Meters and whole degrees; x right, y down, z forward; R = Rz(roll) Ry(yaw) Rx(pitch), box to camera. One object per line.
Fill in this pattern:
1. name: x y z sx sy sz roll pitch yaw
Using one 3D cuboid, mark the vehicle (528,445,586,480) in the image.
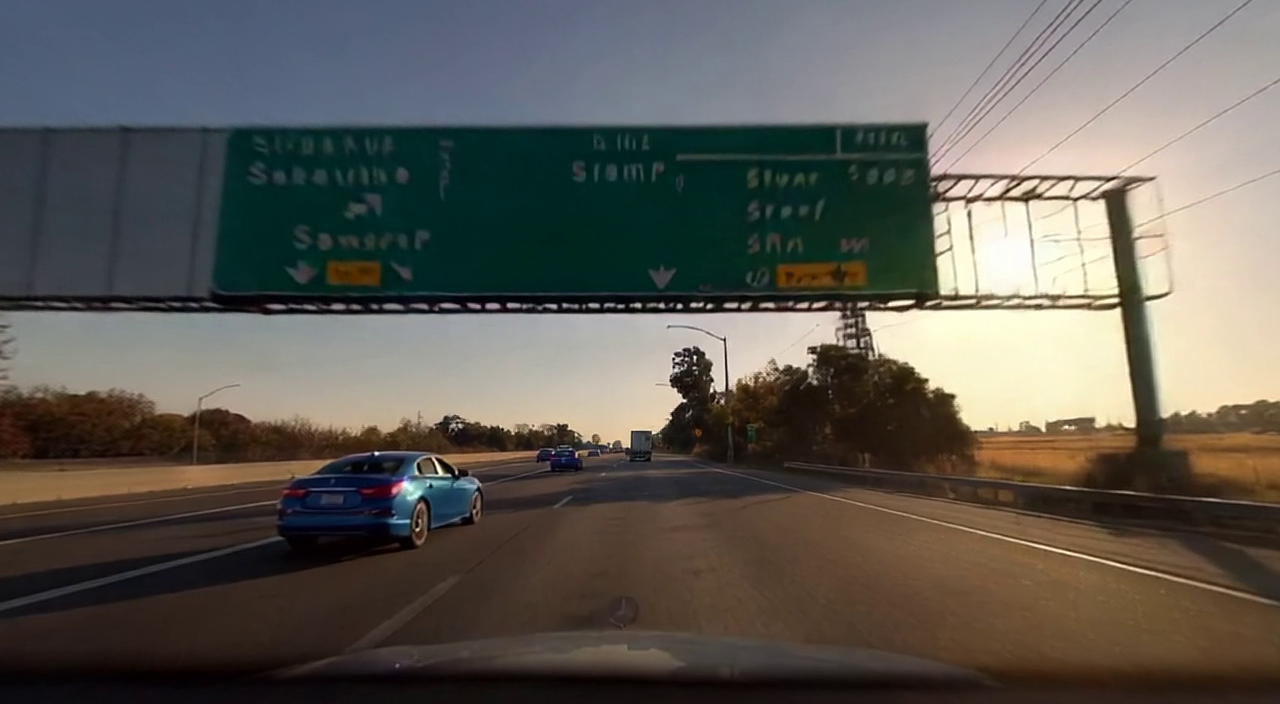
1. vehicle: -3.841 5.194 29.906 2.104 1.501 4.459 0 -9 0
